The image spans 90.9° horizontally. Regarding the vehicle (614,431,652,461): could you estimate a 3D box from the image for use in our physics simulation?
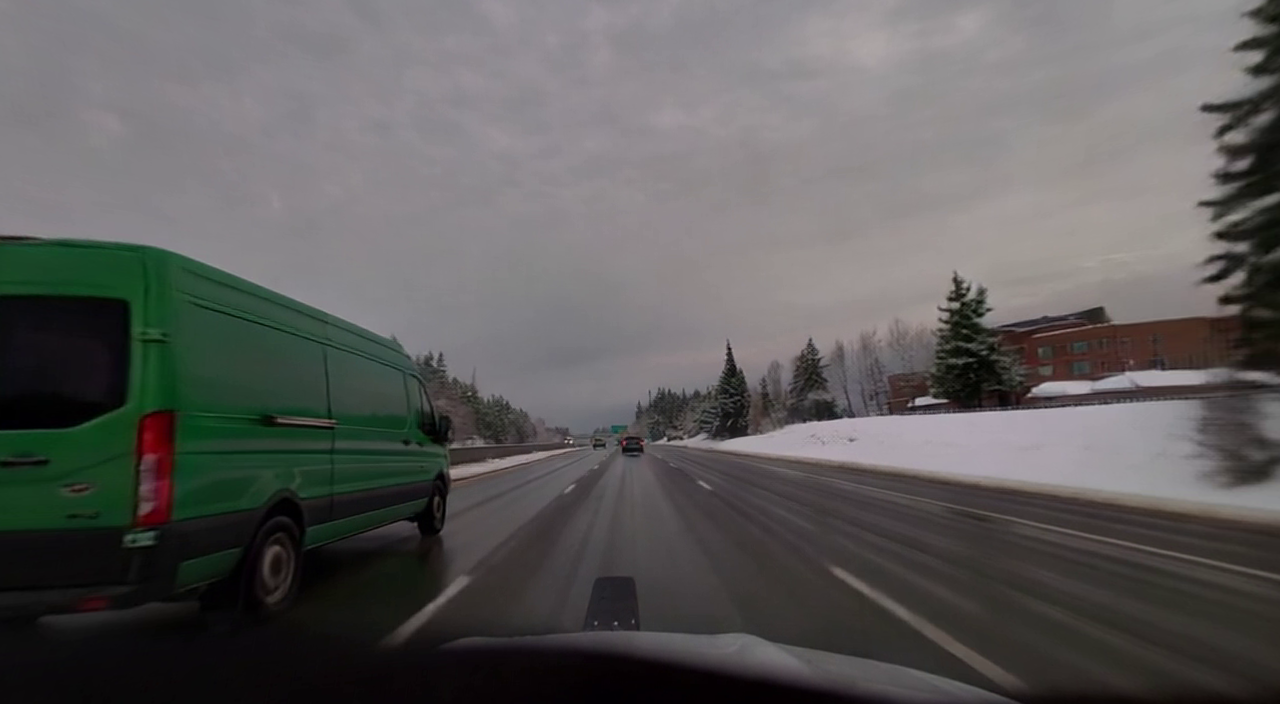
[{"bbox_3d":[-0.425,5.569,37.534,2.104,1.646,4.176,0,-8,-1],"label":"vehicle"}]

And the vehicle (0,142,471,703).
[{"bbox_3d":[-3.427,0.745,5.457,2.424,2.577,5.828,0,-8,-2],"label":"vehicle"}]
